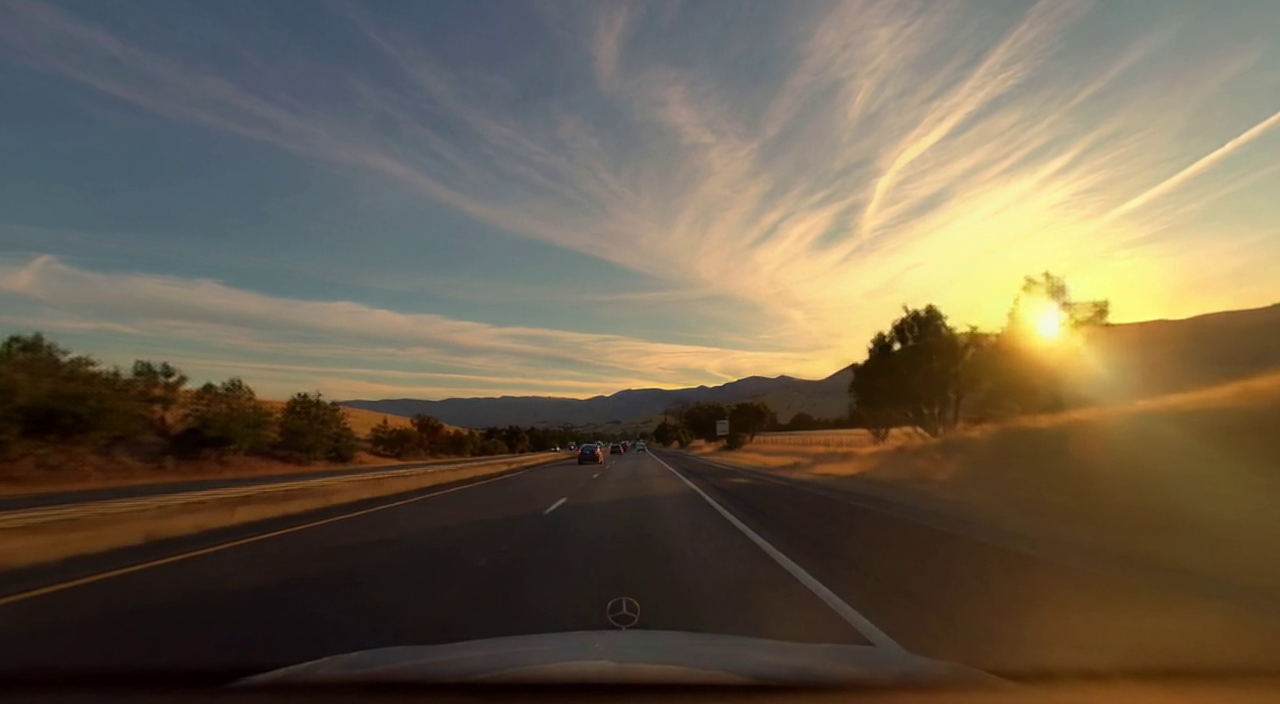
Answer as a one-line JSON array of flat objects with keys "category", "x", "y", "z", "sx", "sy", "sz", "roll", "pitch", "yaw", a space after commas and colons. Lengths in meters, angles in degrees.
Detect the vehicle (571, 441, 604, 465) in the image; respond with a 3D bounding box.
[{"category": "vehicle", "x": -3.918, "y": 7.640, "z": 47.632, "sx": 2.132, "sy": 1.701, "sz": 4.303, "roll": 0, "pitch": -9, "yaw": 0}]
